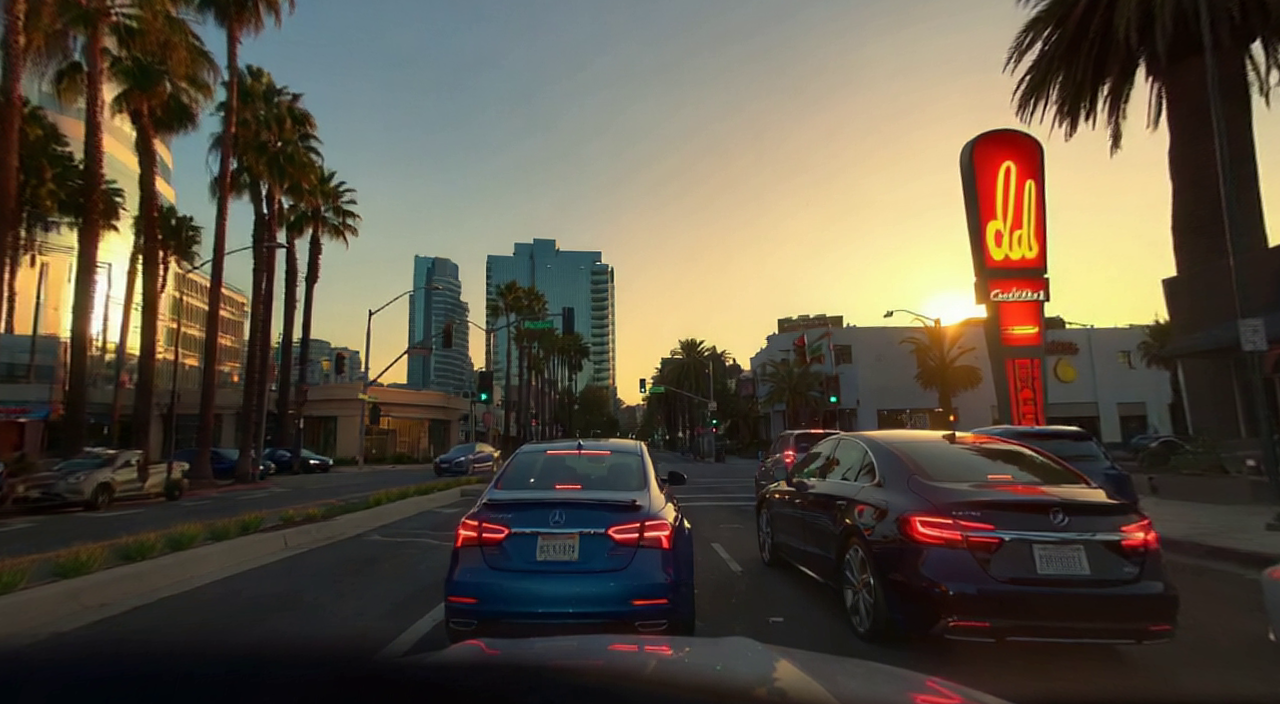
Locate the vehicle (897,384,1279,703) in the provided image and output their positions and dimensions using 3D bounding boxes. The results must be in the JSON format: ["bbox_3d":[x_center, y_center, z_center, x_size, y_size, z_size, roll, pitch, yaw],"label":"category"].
[{"bbox_3d":[2.612,0.809,1.485,2.085,1.469,4.458,0,-9,-1],"label":"vehicle"}]

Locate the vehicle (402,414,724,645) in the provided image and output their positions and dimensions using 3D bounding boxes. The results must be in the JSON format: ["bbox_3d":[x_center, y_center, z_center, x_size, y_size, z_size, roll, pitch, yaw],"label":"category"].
[{"bbox_3d":[-0.514,1.468,6.230,2.096,1.492,4.071,0,-9,0],"label":"vehicle"}]

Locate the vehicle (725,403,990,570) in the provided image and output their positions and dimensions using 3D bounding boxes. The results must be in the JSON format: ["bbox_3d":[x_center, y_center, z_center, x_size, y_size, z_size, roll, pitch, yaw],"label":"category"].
[{"bbox_3d":[2.643,1.772,9.059,2.096,1.775,4.440,0,-9,-2],"label":"vehicle"}]

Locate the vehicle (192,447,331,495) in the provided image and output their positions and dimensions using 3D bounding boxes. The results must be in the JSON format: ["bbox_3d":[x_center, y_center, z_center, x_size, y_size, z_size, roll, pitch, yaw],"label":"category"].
[{"bbox_3d":[-12.855,4.023,21.875,1.856,1.455,4.700,0,-9,1],"label":"vehicle"}]

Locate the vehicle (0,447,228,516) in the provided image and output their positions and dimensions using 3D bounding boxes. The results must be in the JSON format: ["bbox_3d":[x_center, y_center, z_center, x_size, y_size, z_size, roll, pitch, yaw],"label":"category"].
[{"bbox_3d":[-12.847,3.134,15.931,1.870,1.475,4.531,0,-9,0],"label":"vehicle"}]
